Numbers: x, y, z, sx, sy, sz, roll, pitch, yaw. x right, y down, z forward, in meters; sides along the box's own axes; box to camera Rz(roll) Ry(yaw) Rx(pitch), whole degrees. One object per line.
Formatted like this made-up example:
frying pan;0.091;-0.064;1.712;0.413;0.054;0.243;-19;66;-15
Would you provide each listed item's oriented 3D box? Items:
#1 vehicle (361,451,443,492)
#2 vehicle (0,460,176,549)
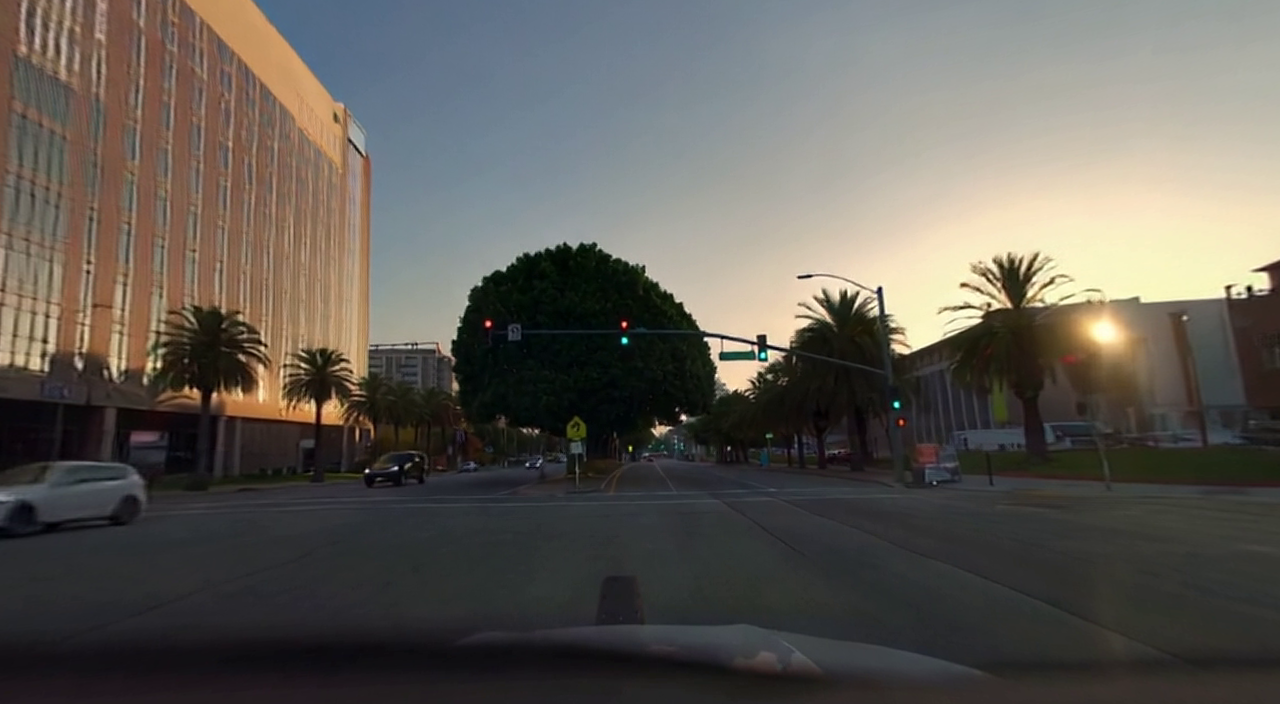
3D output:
vehicle;-12.898;6.495;34.734;2.268;2.016;5.632;0;-9;0
vehicle;-12.935;3.223;13.989;2.038;1.624;4.292;0;-9;0
